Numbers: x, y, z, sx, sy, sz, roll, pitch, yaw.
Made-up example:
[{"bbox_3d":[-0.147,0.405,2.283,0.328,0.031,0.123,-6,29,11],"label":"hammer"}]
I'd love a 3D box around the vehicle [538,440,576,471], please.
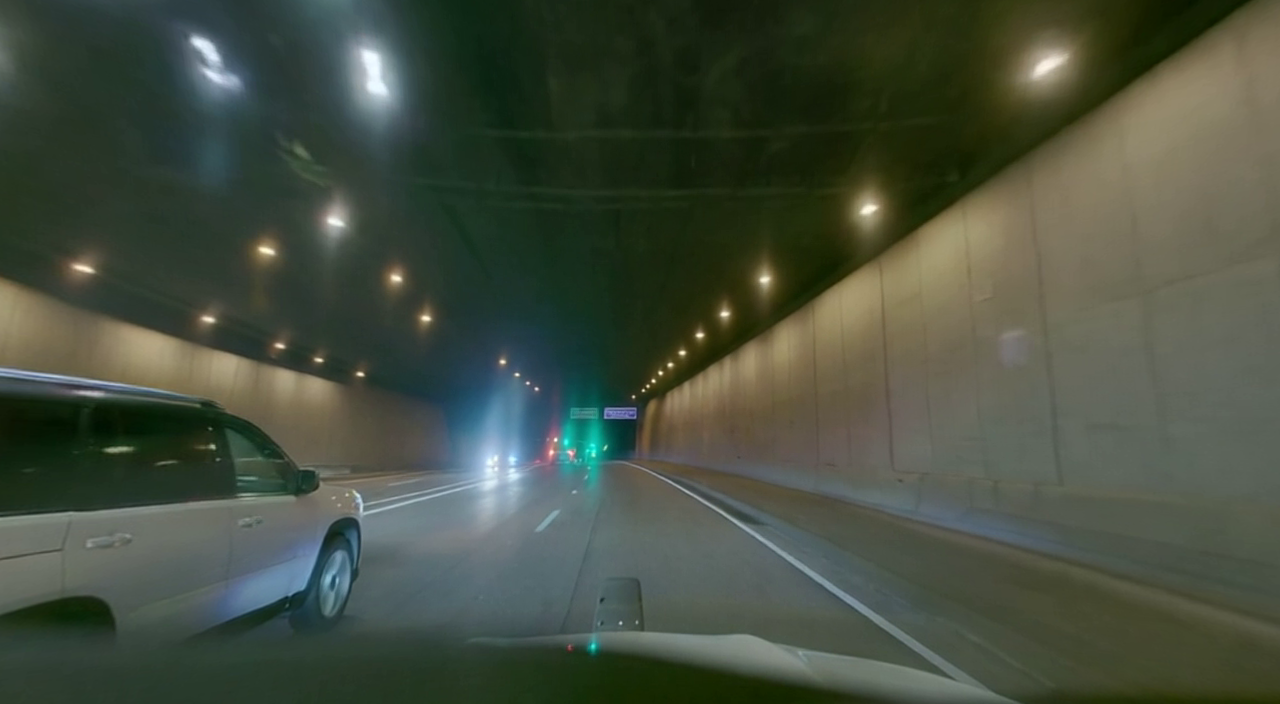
[{"bbox_3d":[-4.883,6.147,37.709,1.961,1.725,4.315,1,-9,-4],"label":"vehicle"}]
